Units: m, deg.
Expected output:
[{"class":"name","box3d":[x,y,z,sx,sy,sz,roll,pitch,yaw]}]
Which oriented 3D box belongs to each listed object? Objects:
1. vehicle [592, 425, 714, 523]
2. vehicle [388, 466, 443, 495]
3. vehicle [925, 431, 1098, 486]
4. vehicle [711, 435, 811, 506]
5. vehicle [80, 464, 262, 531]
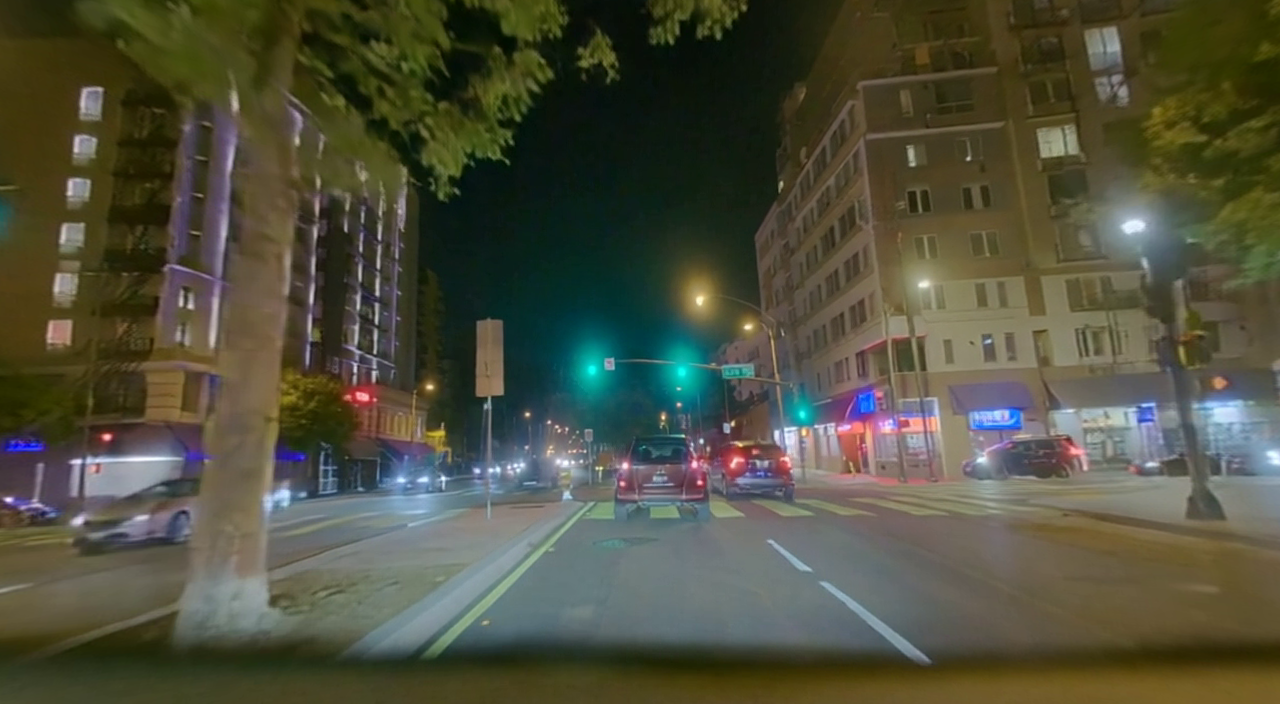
[{"class":"vehicle","box3d":[0.216,2.515,13.529,2.209,1.748,4.130,0,-9,0]},{"class":"vehicle","box3d":[-14.107,8.085,39.886,1.856,1.521,4.309,0,-9,0]},{"class":"vehicle","box3d":[14.093,4.079,24.256,5.156,2.005,2.122,-1,-9,6]},{"class":"vehicle","box3d":[3.290,3.301,17.976,1.939,1.746,4.091,0,-9,-1]},{"class":"vehicle","box3d":[-13.721,4.241,18.877,2.035,1.619,4.327,0,-9,1]}]
